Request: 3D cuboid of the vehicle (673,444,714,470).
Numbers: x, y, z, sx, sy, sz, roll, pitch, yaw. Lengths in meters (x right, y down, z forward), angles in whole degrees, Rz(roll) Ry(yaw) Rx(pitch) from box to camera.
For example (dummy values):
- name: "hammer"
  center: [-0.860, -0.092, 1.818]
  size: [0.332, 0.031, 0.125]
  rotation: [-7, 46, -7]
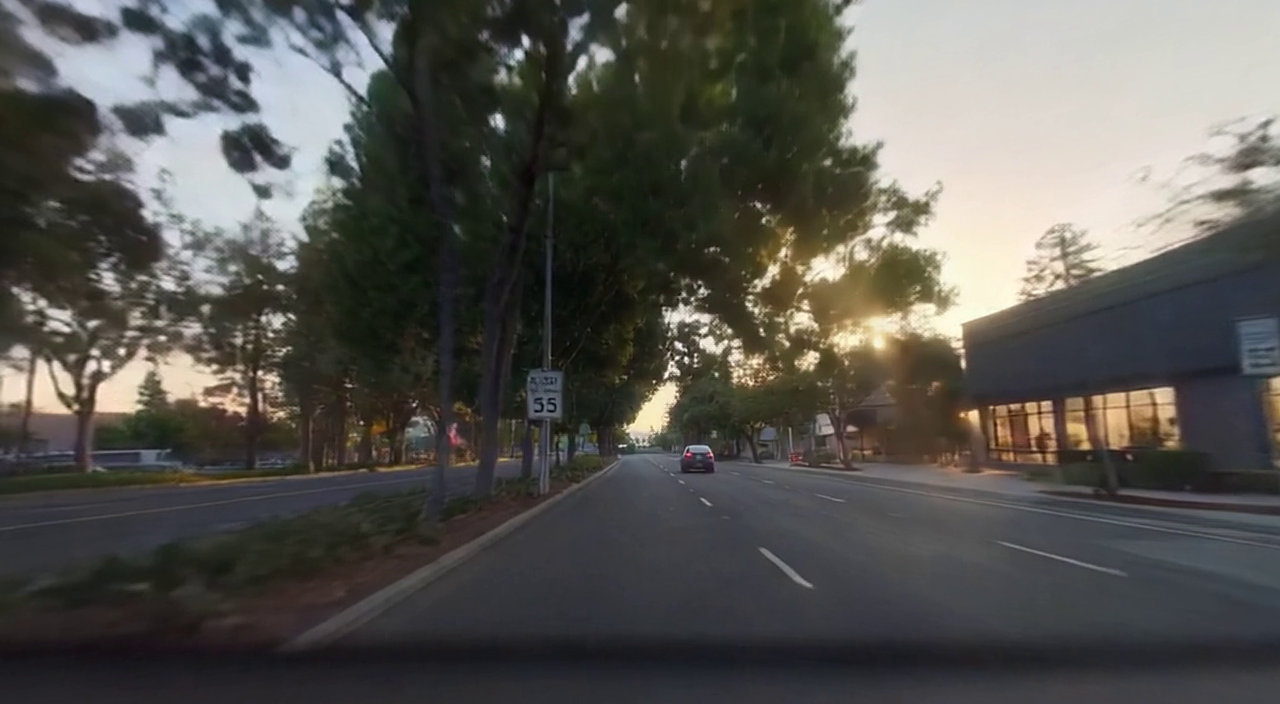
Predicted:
- name: "vehicle"
  center: [3.276, 6.486, 39.177]
  size: [2.015, 1.479, 4.444]
  rotation: [0, -9, -2]
